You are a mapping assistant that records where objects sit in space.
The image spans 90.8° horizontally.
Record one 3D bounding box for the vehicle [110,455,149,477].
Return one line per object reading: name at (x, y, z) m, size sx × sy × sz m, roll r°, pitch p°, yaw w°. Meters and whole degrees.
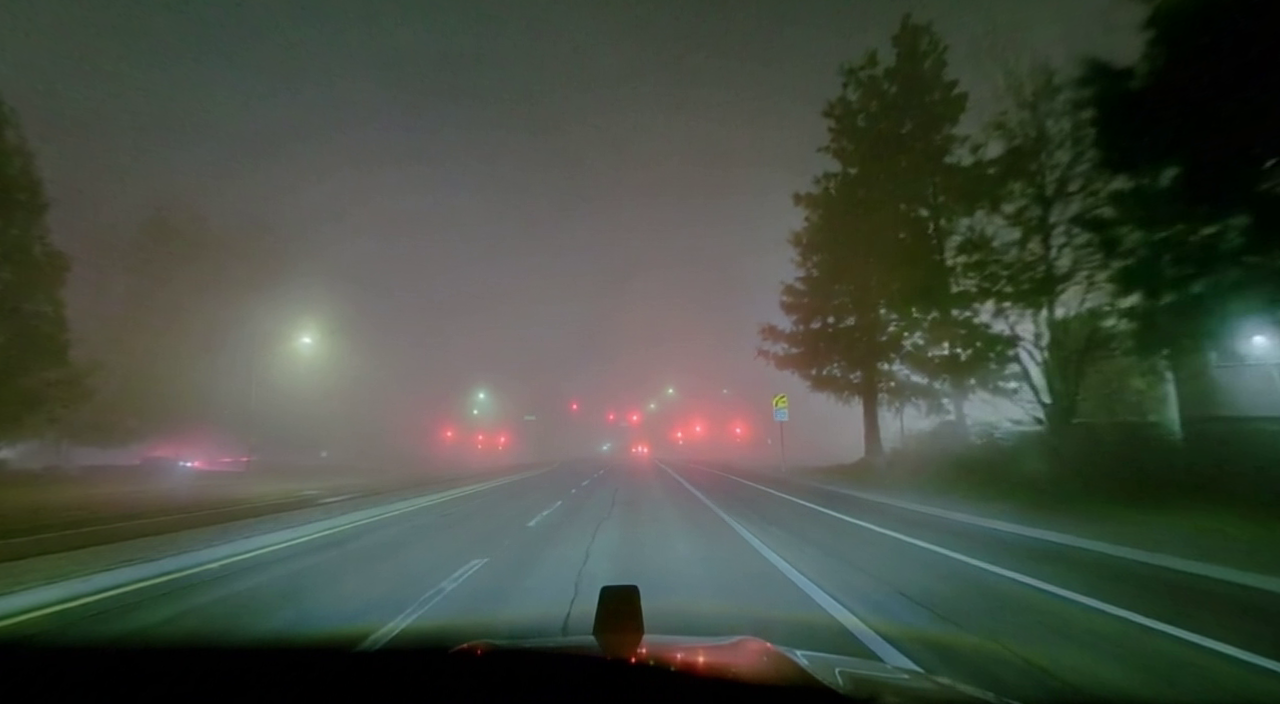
vehicle at (-38.837, 8.612, 48.024) m, size 3.778 × 1.445 × 1.746 m, roll -6°, pitch -11°, yaw 44°
